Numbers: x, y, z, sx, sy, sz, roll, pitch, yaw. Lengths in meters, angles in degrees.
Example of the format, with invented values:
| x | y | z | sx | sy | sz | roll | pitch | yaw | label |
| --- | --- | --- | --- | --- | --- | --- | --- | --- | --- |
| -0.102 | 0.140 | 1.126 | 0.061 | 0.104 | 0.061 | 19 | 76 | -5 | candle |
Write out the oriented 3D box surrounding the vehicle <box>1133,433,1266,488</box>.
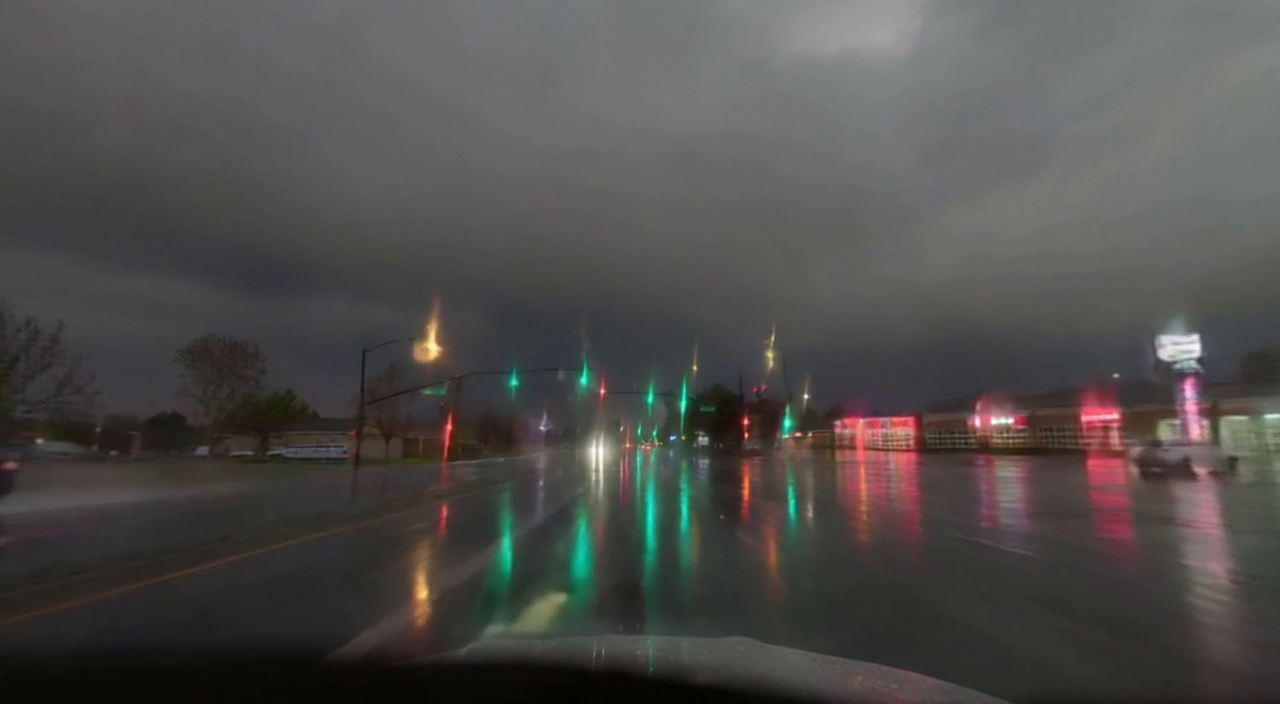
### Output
| x | y | z | sx | sy | sz | roll | pitch | yaw | label |
| --- | --- | --- | --- | --- | --- | --- | --- | --- | --- |
| 19.574 | 3.752 | 22.062 | 4.717 | 1.714 | 1.985 | 5 | -10 | -31 | vehicle |
